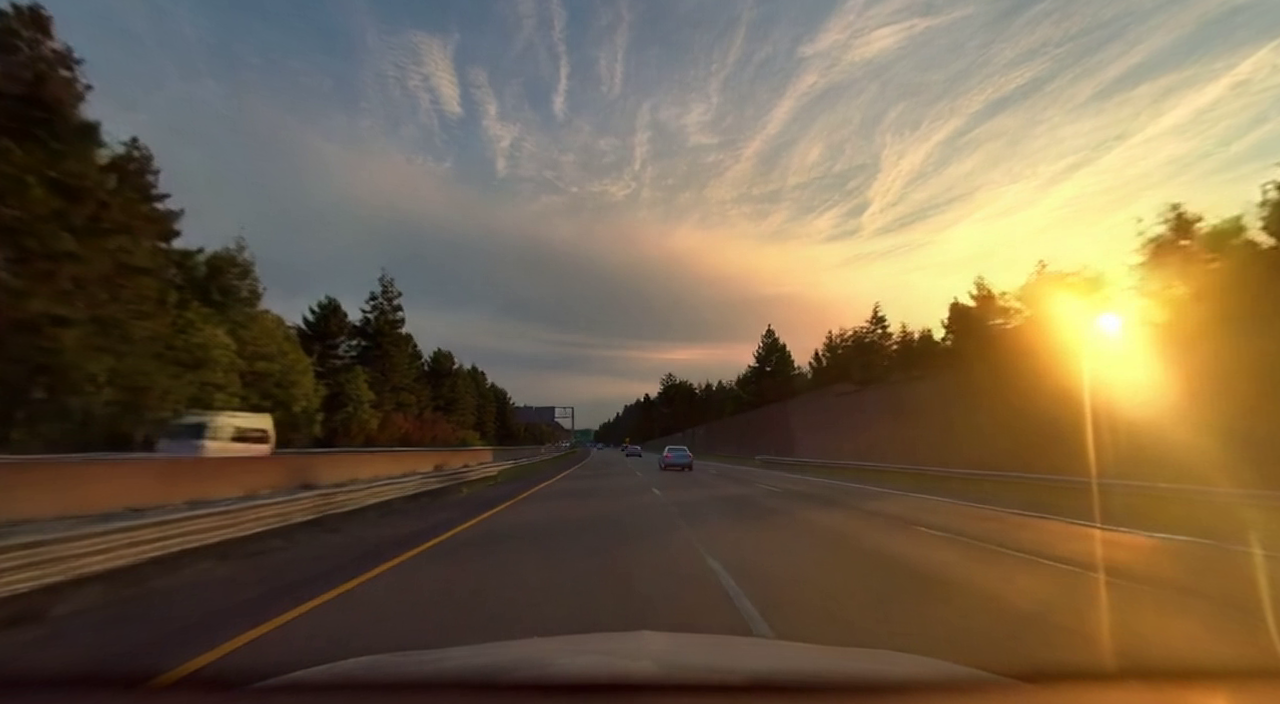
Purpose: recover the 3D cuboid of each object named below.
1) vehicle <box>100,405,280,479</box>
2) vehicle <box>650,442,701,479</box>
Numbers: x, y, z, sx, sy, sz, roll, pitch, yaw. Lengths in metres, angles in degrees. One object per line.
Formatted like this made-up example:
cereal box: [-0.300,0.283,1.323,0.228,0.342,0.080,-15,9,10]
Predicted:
vehicle: [-15.134,3.116,21.746,2.293,2.215,5.346,1,-8,-2]
vehicle: [1.573,5.008,29.405,2.011,1.590,3.607,1,-8,-3]
